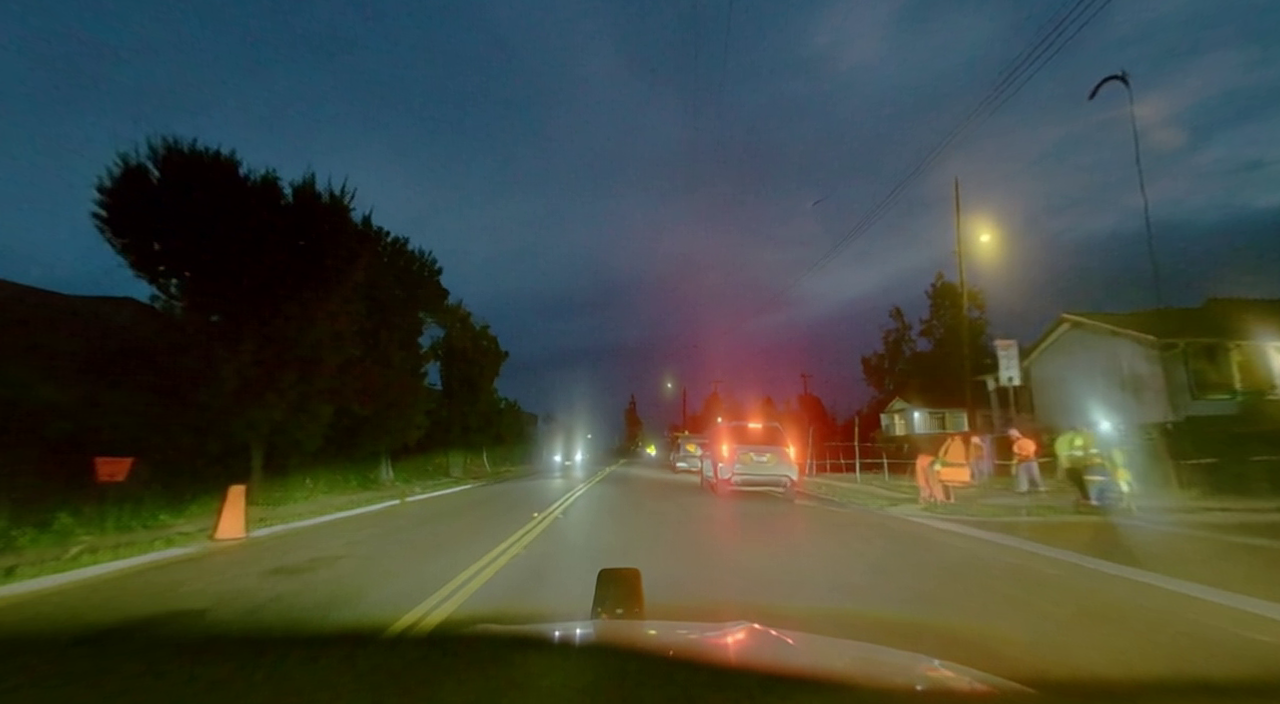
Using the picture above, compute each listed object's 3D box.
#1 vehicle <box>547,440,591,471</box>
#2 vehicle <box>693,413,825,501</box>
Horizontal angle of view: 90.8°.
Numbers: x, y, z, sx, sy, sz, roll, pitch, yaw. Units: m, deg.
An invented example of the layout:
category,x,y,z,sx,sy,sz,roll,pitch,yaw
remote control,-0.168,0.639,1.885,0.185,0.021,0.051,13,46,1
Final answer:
category,x,y,z,sx,sy,sz,roll,pitch,yaw
vehicle,-4.078,6.023,36.955,2.078,1.716,4.367,0,-8,0
vehicle,3.146,3.003,18.488,2.759,2.114,6.152,0,-8,1
